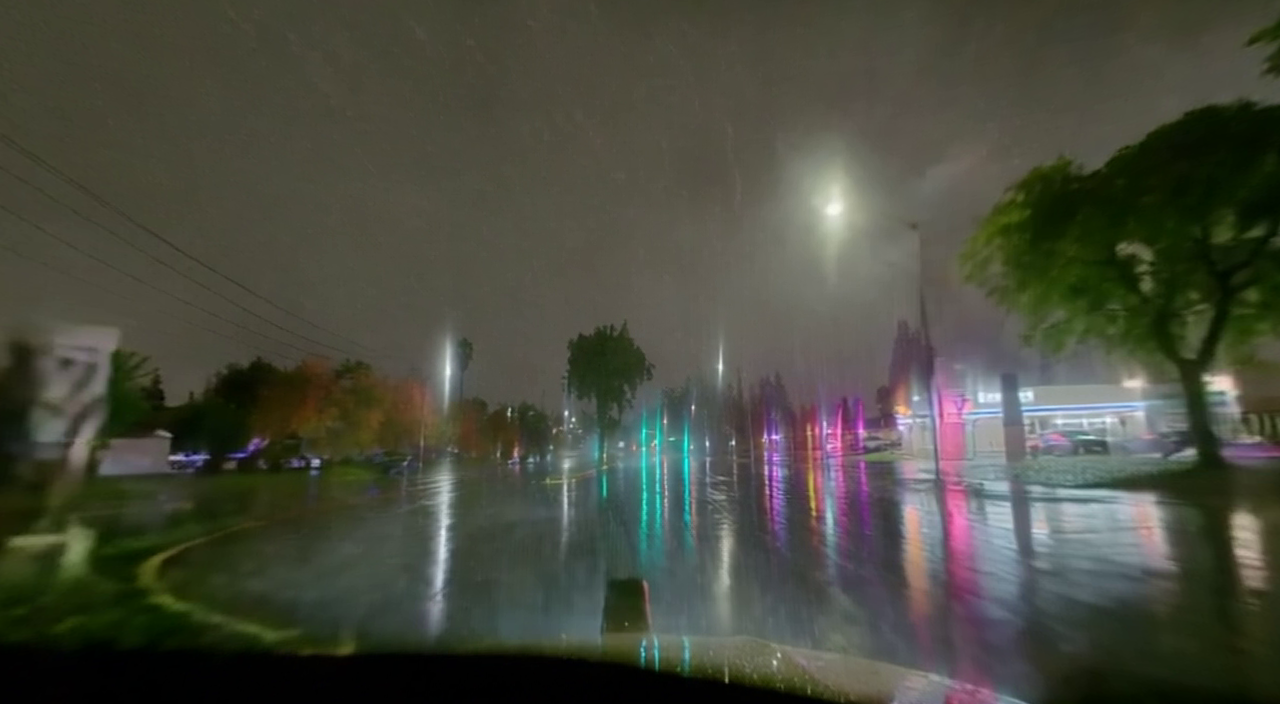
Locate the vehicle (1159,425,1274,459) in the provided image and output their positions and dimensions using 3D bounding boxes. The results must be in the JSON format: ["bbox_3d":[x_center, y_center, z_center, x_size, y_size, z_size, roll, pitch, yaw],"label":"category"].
[{"bbox_3d":[29.765,4.678,32.734,1.854,1.604,4.333,0,-8,0],"label":"vehicle"}]

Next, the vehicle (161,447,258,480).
[{"bbox_3d":[-26.272,6.768,38.601,4.633,1.923,2.074,6,-10,-33],"label":"vehicle"}]

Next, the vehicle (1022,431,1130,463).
[{"bbox_3d":[22.313,4.890,32.561,2.009,1.533,5.047,0,-8,0],"label":"vehicle"}]
